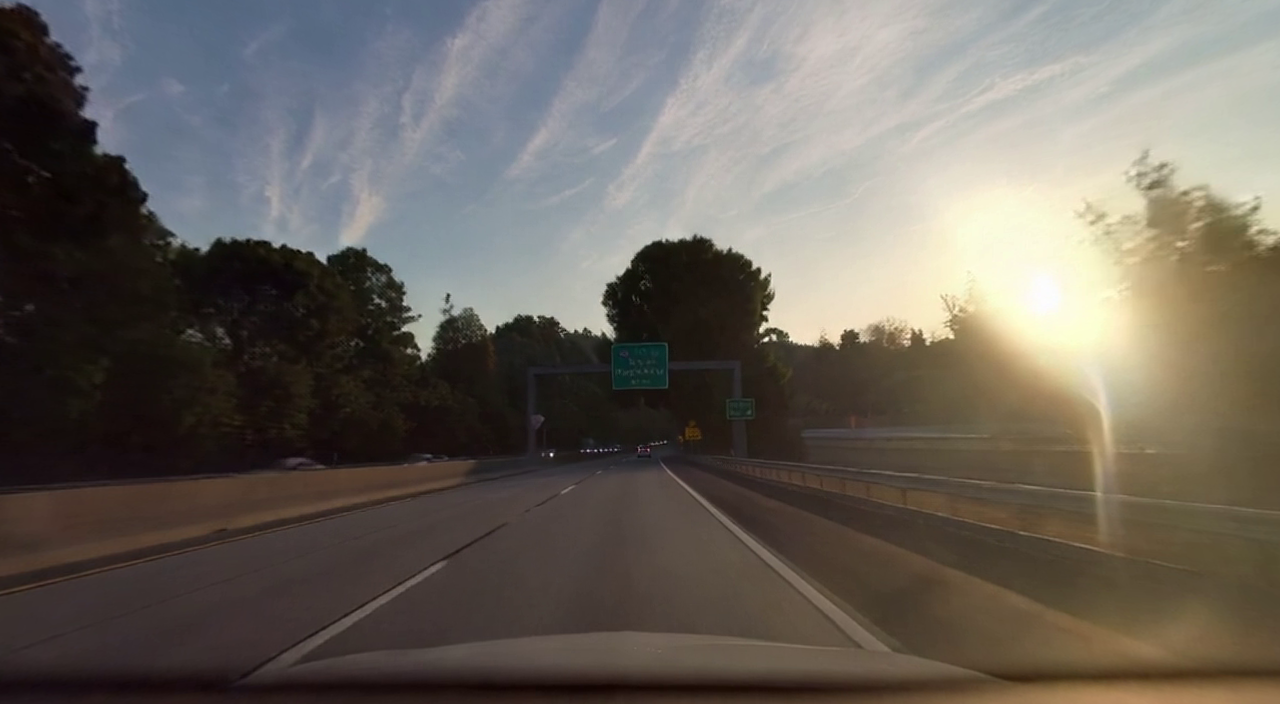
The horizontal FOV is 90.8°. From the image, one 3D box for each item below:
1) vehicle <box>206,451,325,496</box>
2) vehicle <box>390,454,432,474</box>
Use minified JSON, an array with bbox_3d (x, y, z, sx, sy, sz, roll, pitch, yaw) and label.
[{"bbox_3d":[-13.181,4.270,22.498,1.914,1.460,3.730,0,-9,0],"label":"vehicle"},{"bbox_3d":[-17.084,8.366,47.200,1.768,1.425,3.536,0,-9,1],"label":"vehicle"}]
